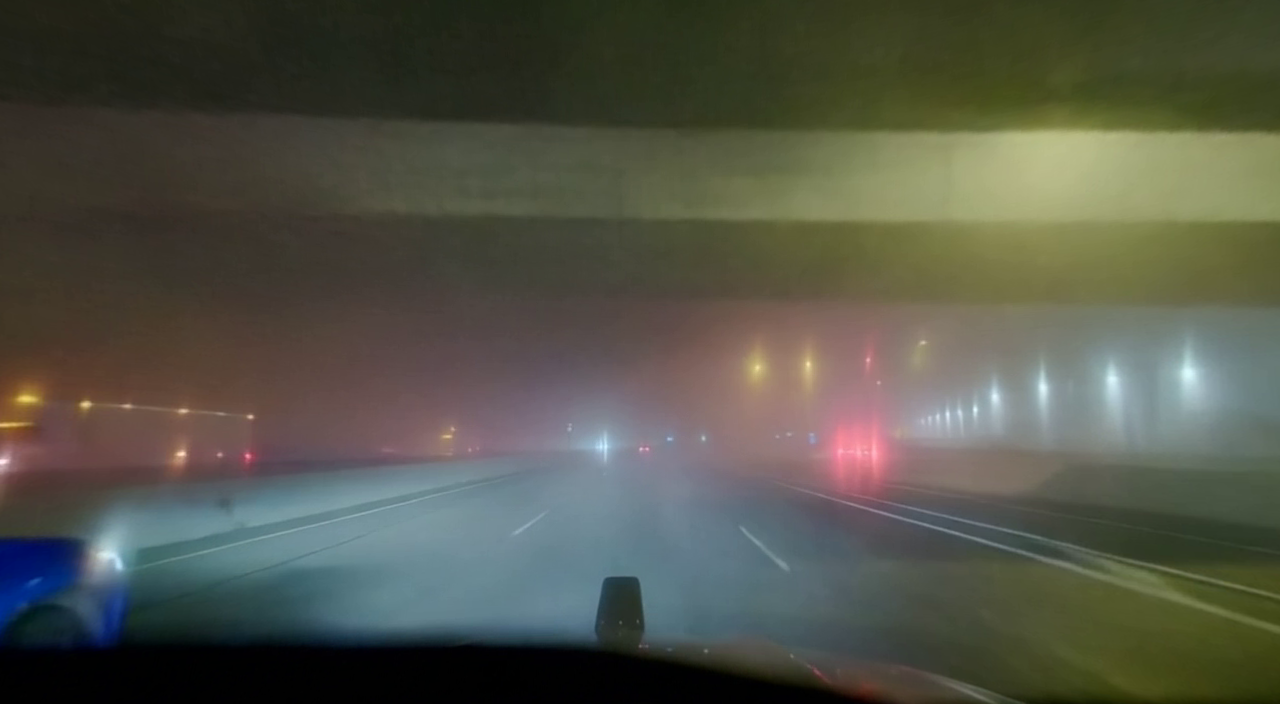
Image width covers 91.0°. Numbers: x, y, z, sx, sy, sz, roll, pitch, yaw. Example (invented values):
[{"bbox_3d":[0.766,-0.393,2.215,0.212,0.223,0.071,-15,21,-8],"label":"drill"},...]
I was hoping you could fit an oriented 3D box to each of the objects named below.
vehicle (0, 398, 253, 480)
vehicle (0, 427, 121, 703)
[{"bbox_3d":[-29.592,5.346,37.995,3.042,3.944,14.722,0,-9,0],"label":"vehicle"},{"bbox_3d":[-4.083,0.878,1.531,2.044,1.478,4.114,0,-9,1],"label":"vehicle"}]
